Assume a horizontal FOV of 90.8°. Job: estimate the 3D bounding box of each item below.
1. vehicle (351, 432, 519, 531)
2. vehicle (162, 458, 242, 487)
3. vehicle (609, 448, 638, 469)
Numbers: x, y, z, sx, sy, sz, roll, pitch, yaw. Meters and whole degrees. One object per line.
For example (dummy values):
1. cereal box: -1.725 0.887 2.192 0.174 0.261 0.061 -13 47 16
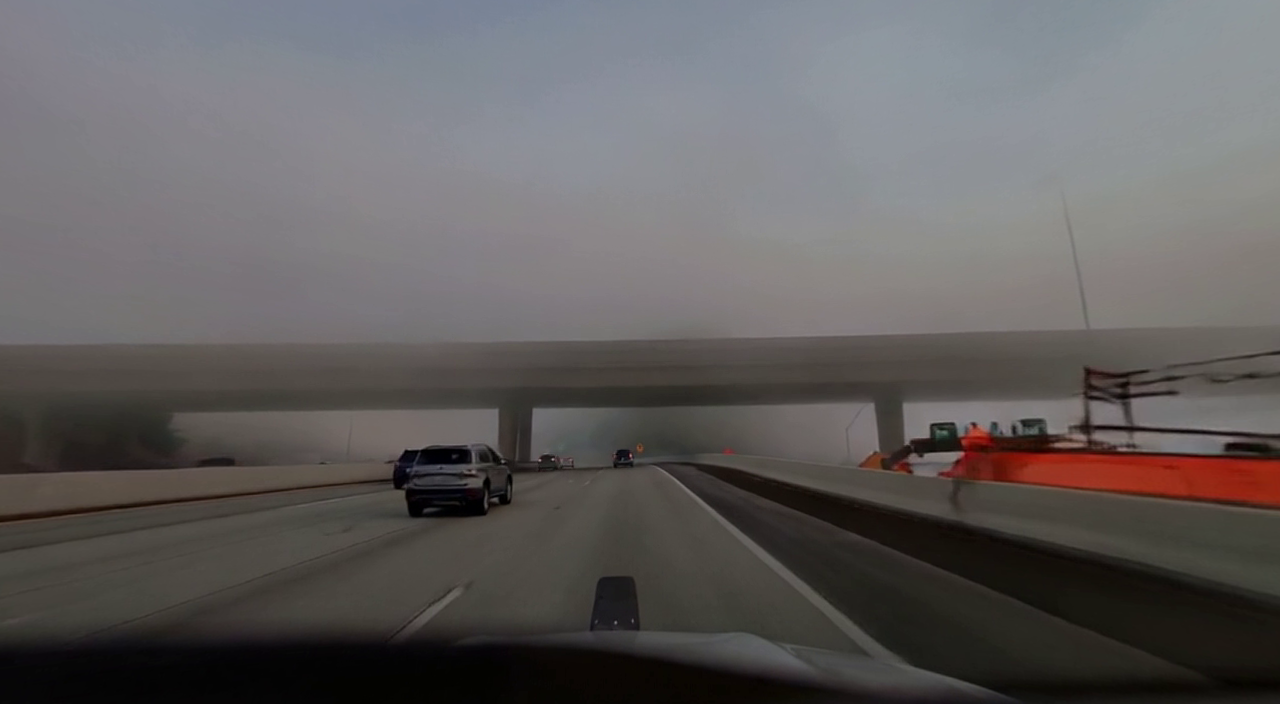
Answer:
1. vehicle: -3.880 2.512 12.850 2.024 1.655 4.192 0 -9 -1
2. vehicle: -29.042 7.976 42.068 2.012 1.735 4.649 -1 -9 -1
3. vehicle: -1.258 7.947 47.485 2.051 1.459 4.092 0 -9 -2
